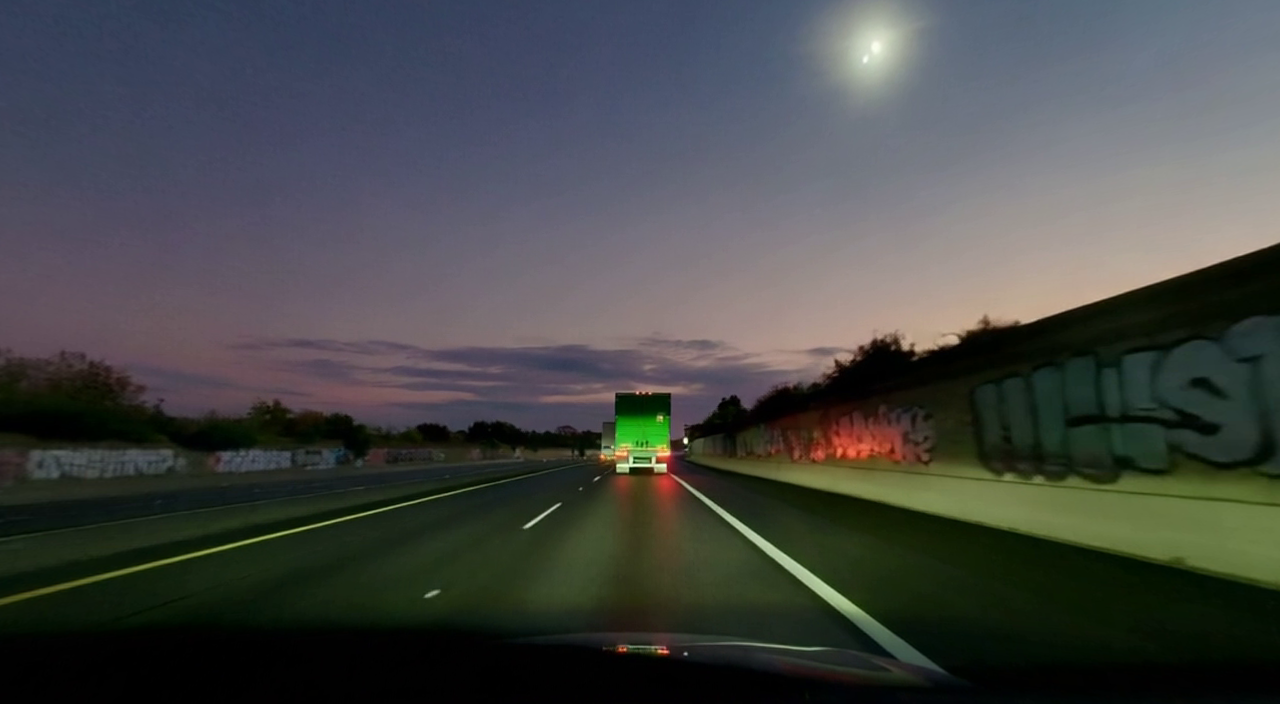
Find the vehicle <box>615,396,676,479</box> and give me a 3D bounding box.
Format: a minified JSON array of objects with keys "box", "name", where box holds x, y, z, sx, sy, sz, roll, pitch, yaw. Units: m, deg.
[{"box":[0.135,4.902,35.527,2.900,3.955,10.151,0,-9,-1],"name":"vehicle"}]
